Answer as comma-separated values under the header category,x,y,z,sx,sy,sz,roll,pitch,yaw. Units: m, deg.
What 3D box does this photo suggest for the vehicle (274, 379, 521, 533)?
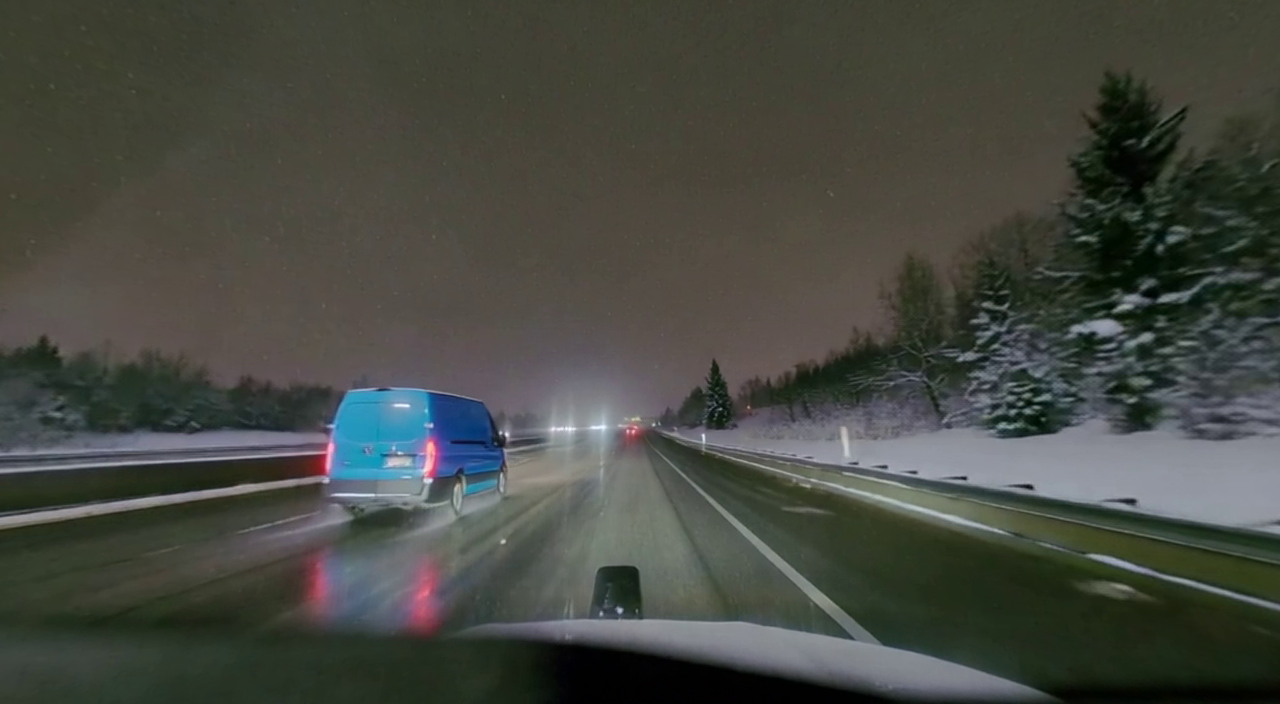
category,x,y,z,sx,sy,sz,roll,pitch,yaw
vehicle,-3.712,1.714,10.915,2.309,2.053,4.884,0,-8,0
